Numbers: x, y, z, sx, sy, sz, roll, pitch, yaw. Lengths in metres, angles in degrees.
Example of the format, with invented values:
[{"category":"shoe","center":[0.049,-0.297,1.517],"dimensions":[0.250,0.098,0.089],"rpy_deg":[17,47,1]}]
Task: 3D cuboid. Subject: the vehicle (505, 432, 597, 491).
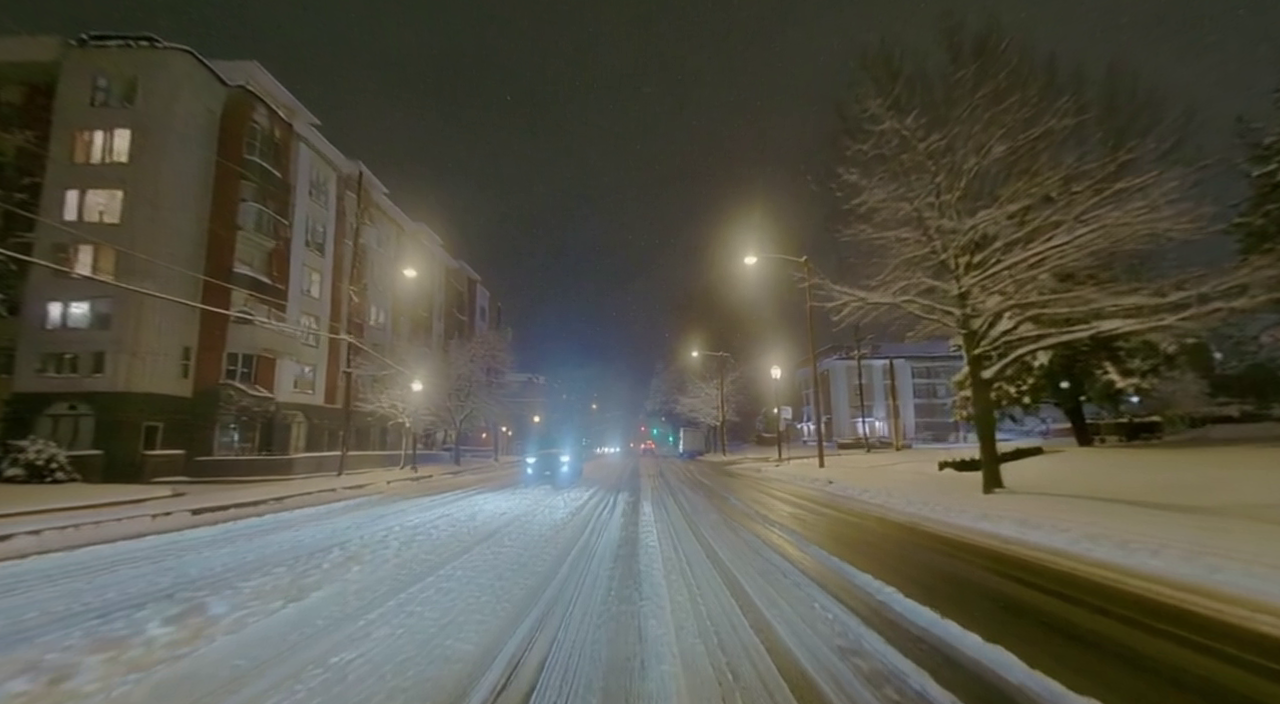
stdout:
[{"category":"vehicle","center":[-2.834,3.610,21.109],"dimensions":[2.332,1.732,4.463],"rpy_deg":[-1,-8,1]}]
